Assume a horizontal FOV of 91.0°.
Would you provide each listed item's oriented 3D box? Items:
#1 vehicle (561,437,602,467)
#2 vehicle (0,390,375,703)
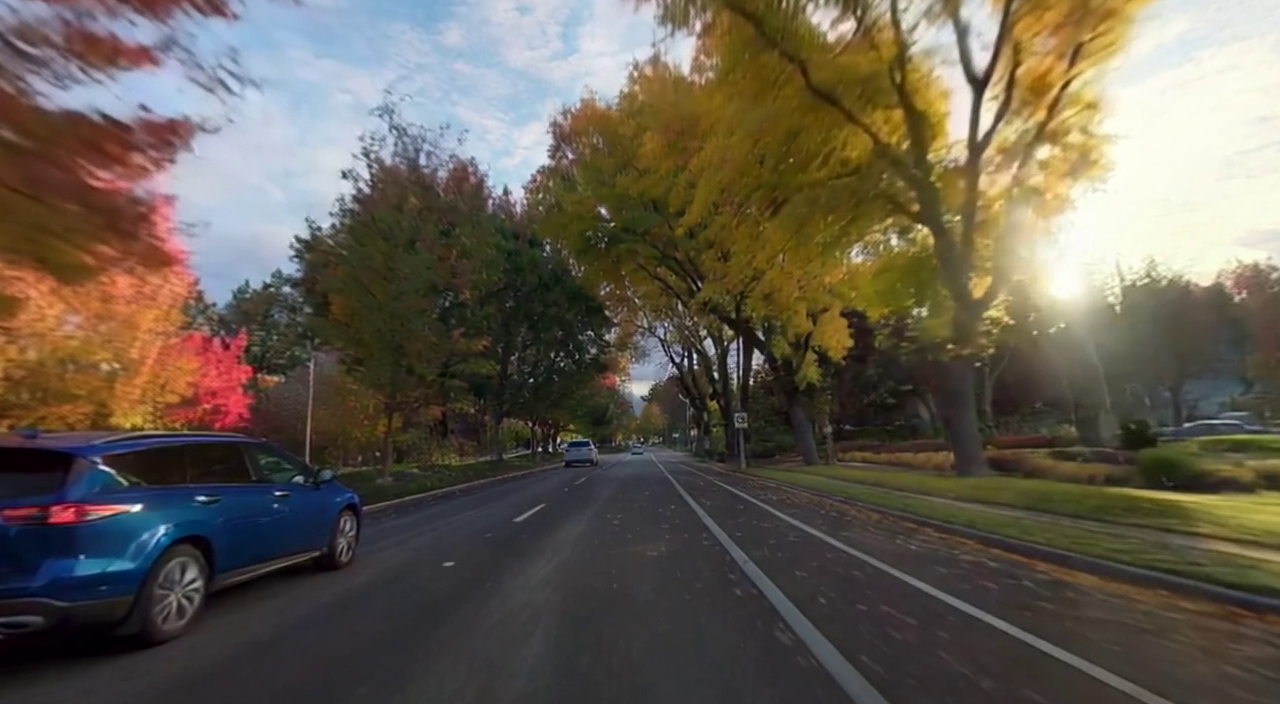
[{"bbox_3d":[-3.605,6.250,39.459,2.112,1.779,4.489,0,-9,0],"label":"vehicle"},{"bbox_3d":[-3.993,1.235,4.888,1.923,1.528,4.309,0,-9,1],"label":"vehicle"}]
